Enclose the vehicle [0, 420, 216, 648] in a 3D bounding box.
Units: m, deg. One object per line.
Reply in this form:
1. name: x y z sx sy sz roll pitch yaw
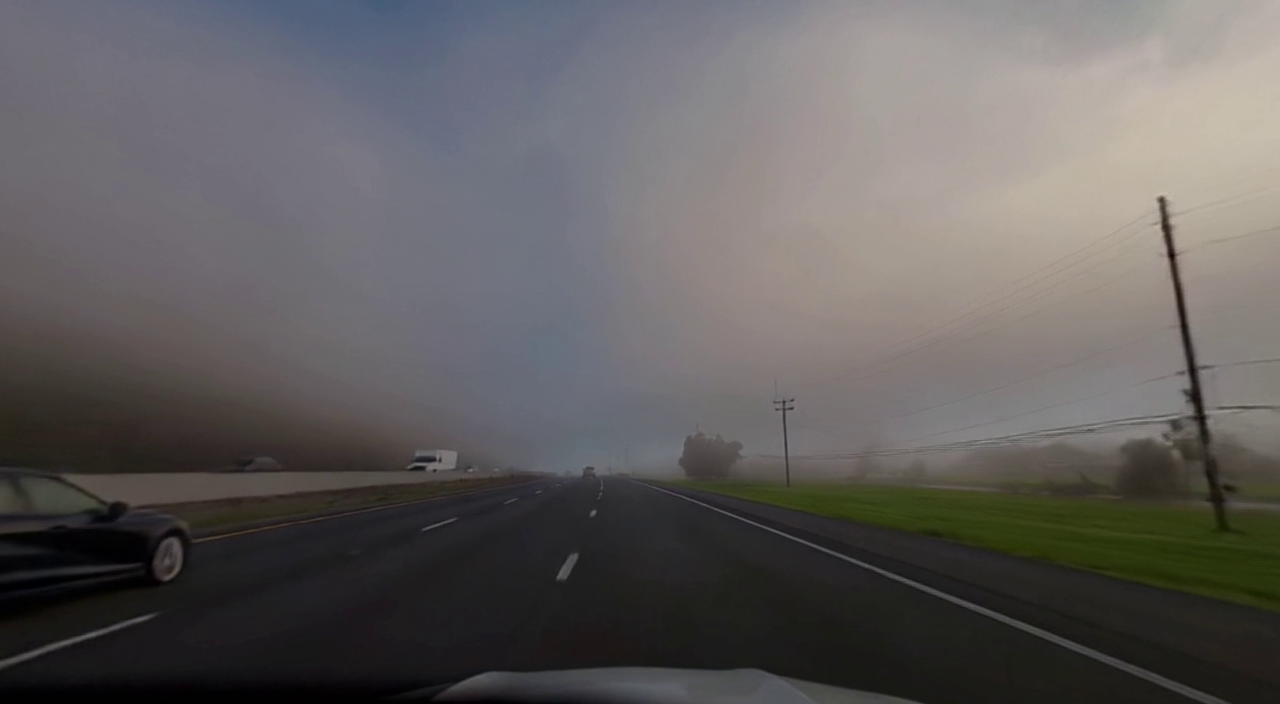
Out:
1. vehicle: -5.953 1.401 4.943 2.194 1.704 4.421 1 -10 -2
